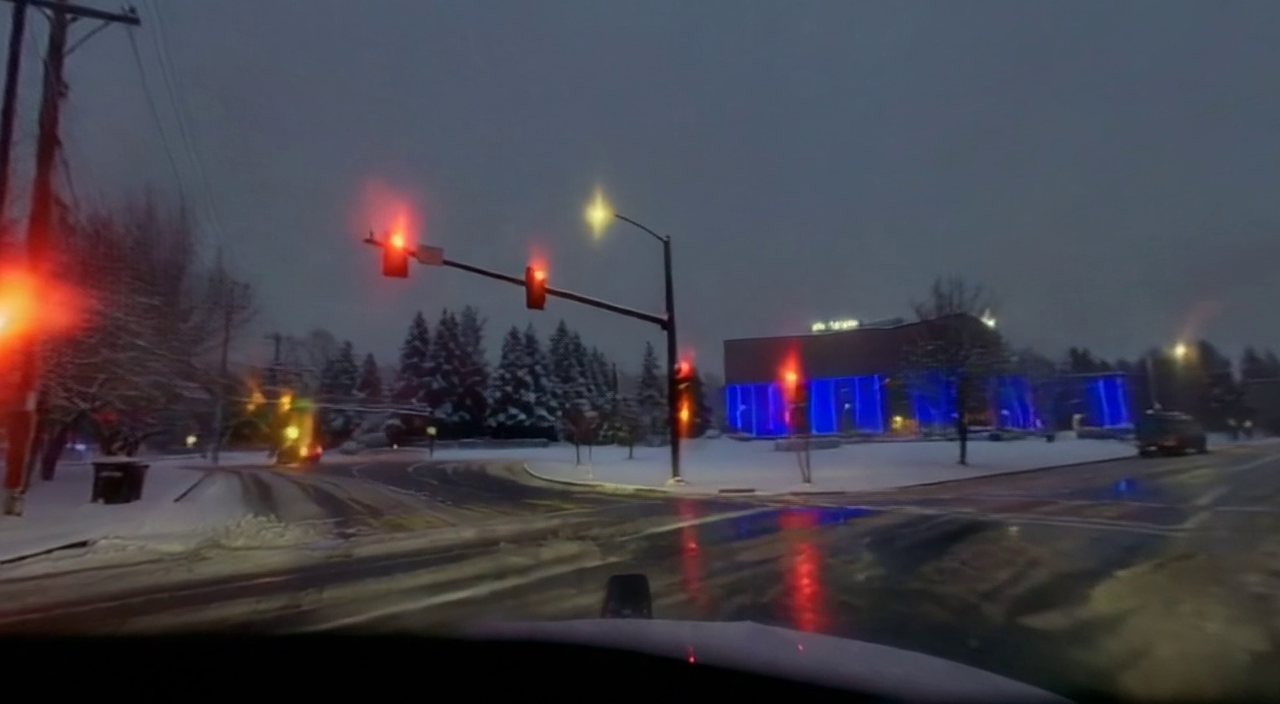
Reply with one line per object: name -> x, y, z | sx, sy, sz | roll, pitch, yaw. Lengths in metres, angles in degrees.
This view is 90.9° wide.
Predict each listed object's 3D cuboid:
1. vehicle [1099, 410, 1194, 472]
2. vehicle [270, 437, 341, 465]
vehicle -> 24.921, 4.381, 30.916 | 5.997, 2.750, 2.324 | 7, -11, -41
vehicle -> -25.013, 7.392, 47.044 | 5.570, 1.923, 2.336 | -6, -11, 36
